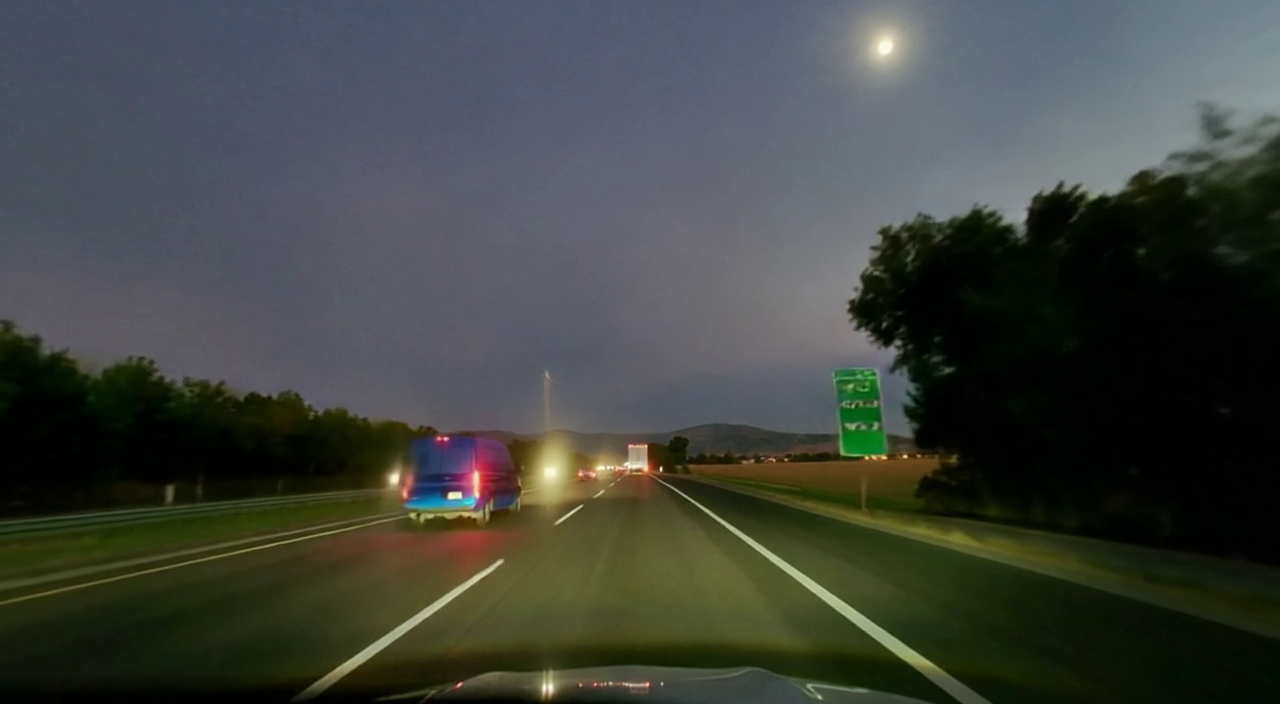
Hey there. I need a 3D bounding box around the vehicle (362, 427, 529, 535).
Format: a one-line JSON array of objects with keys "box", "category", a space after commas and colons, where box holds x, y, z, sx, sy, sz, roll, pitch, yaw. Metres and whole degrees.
[{"box": [-4.066, 2.856, 14.254, 2.208, 1.973, 4.716, 0, -10, 0], "category": "vehicle"}]
